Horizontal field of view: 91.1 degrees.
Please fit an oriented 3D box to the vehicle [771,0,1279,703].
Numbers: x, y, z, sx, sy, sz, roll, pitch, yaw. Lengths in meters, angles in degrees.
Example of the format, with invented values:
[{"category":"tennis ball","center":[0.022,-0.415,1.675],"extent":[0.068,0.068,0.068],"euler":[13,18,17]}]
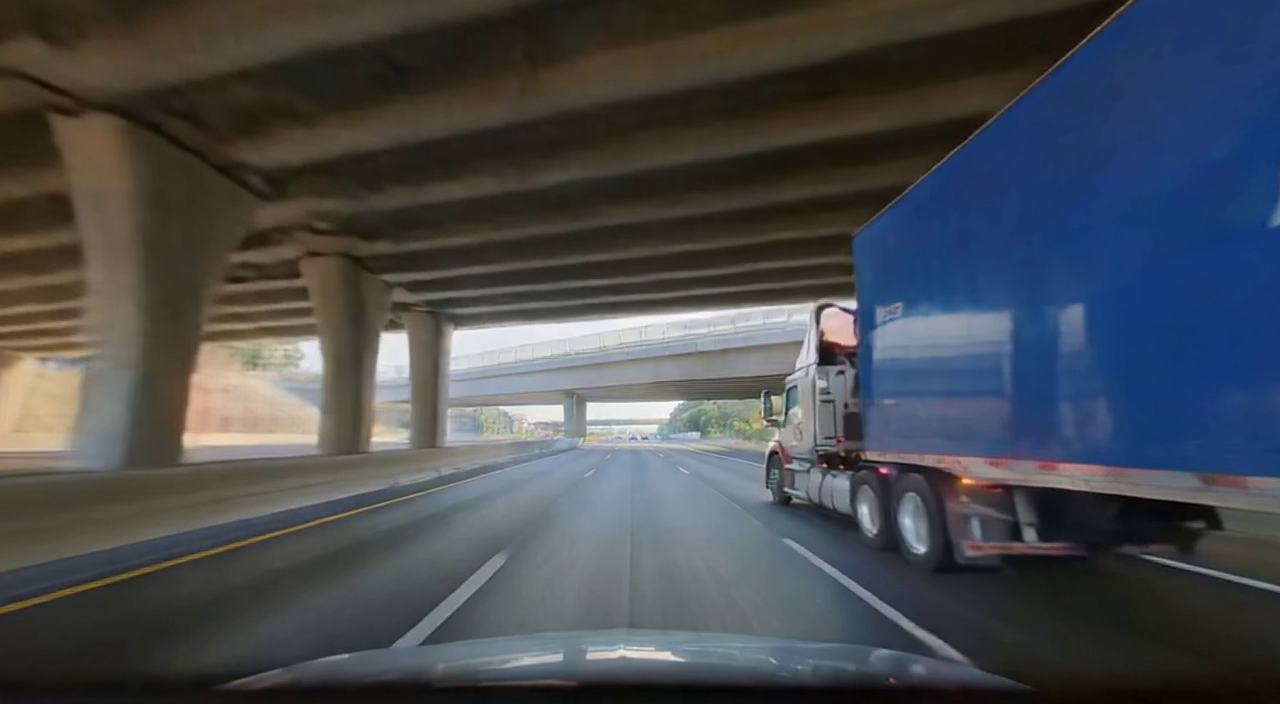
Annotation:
[{"category":"vehicle","center":[4.397,0.318,7.769],"extent":[3.162,3.950,10.161],"euler":[0,-8,-1]}]
